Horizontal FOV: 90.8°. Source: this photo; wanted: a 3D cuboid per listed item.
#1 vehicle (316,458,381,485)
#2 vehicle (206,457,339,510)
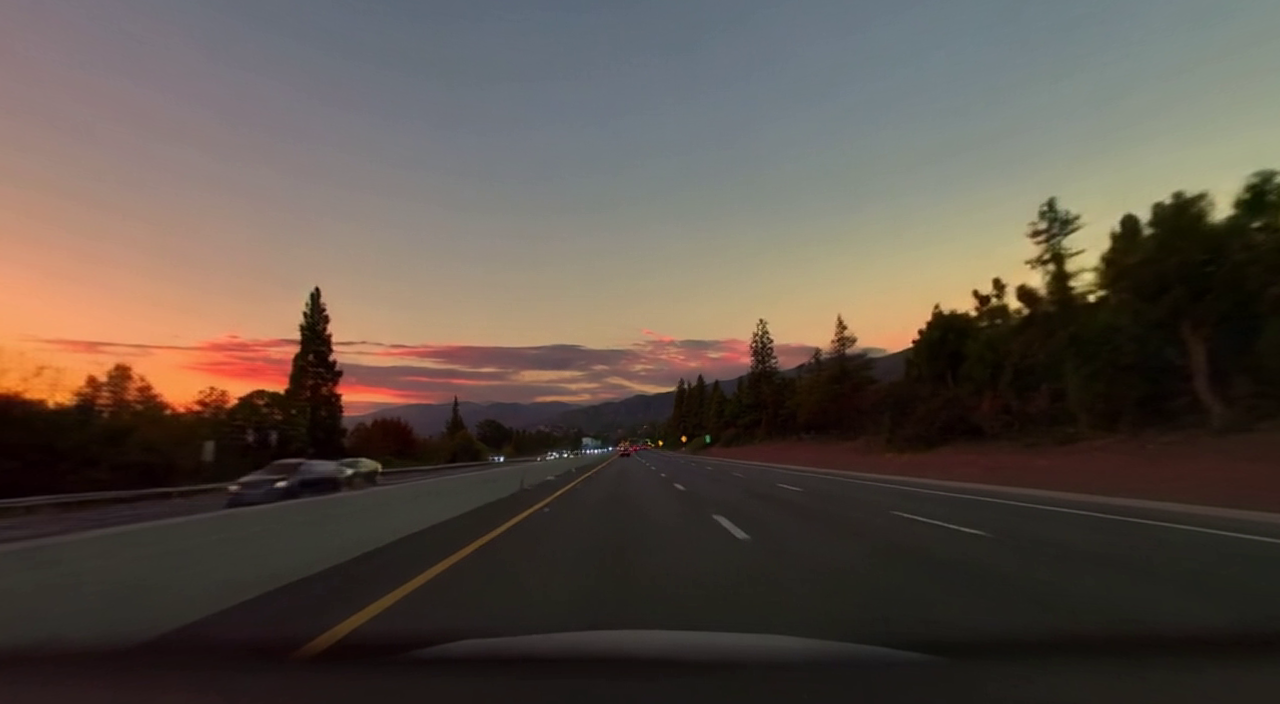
[{"bbox_3d":[-17.845,7.327,38.841,1.894,1.475,4.484,0,-9,-1],"label":"vehicle"},{"bbox_3d":[-12.448,4.441,21.813,1.867,1.534,4.679,0,-9,-1],"label":"vehicle"}]
